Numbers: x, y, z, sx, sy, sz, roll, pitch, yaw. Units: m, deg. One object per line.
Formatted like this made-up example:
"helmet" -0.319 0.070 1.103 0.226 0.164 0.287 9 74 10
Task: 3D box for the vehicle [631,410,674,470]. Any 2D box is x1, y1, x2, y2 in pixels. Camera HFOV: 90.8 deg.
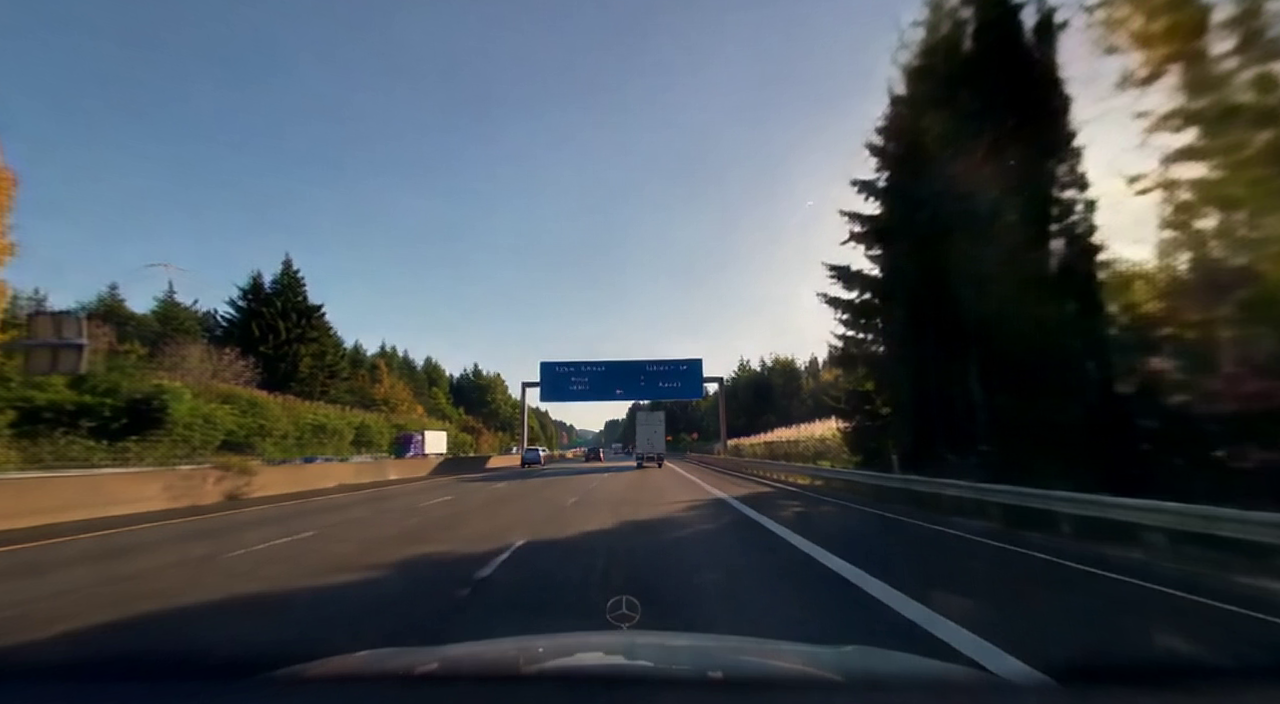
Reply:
"vehicle" 0.851 7.075 49.842 2.901 4.032 14.338 0 -9 0

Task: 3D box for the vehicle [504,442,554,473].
"vehicle" -6.615 6.353 37.991 2.119 1.754 4.404 0 -9 1
